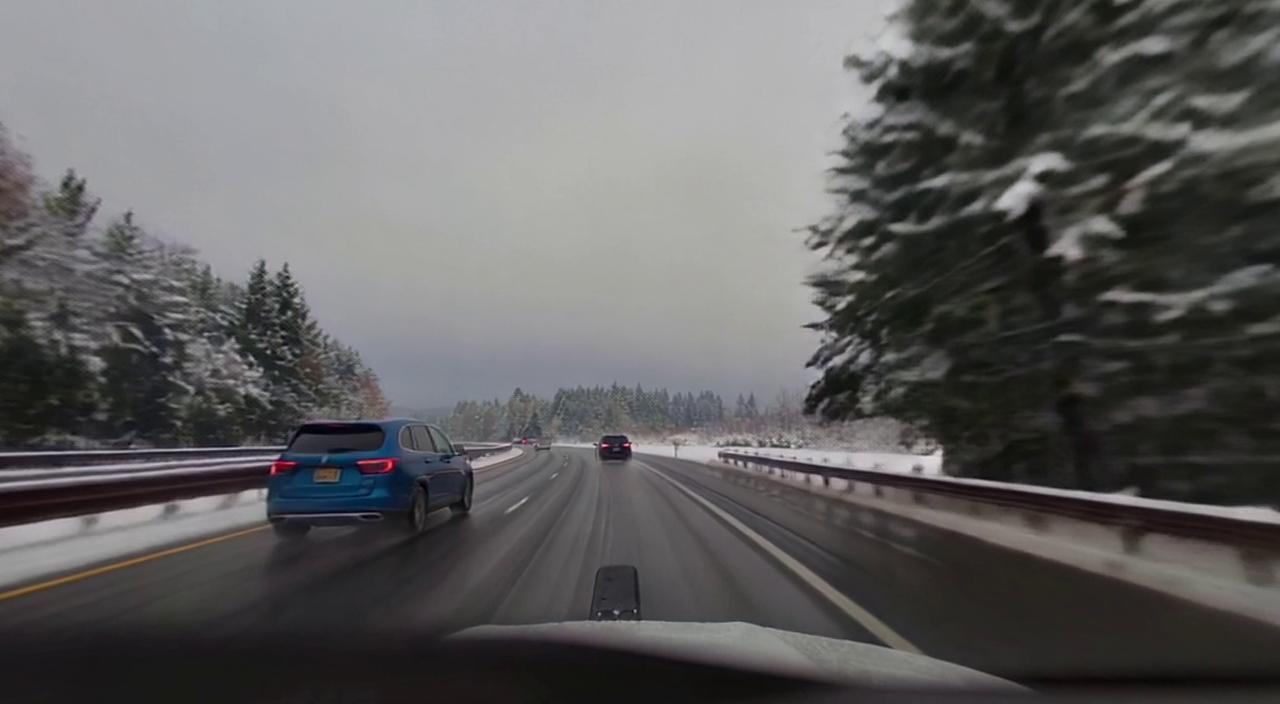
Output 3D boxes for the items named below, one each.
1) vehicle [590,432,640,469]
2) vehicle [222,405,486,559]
[{"bbox_3d":[-1.409,5.196,33.562,2.452,1.857,4.022,1,-8,-5],"label":"vehicle"},{"bbox_3d":[-4.069,1.906,10.109,2.053,1.847,4.760,0,-8,-1],"label":"vehicle"}]
